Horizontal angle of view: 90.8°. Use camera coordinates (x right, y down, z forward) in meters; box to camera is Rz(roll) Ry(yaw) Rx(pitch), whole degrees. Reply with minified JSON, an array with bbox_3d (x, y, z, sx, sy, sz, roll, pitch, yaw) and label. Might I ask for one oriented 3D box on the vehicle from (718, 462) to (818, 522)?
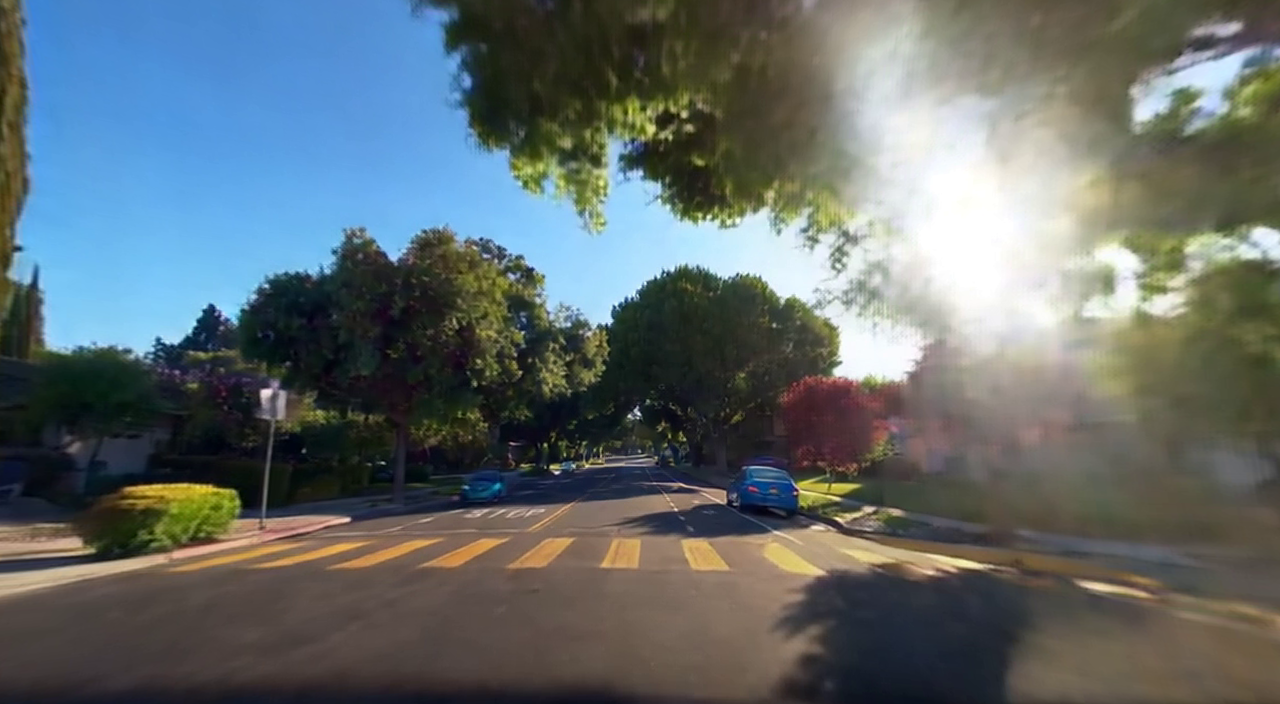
[{"bbox_3d":[3.720,4.145,19.227,1.961,1.472,4.434,0,-9,-2],"label":"vehicle"}]
